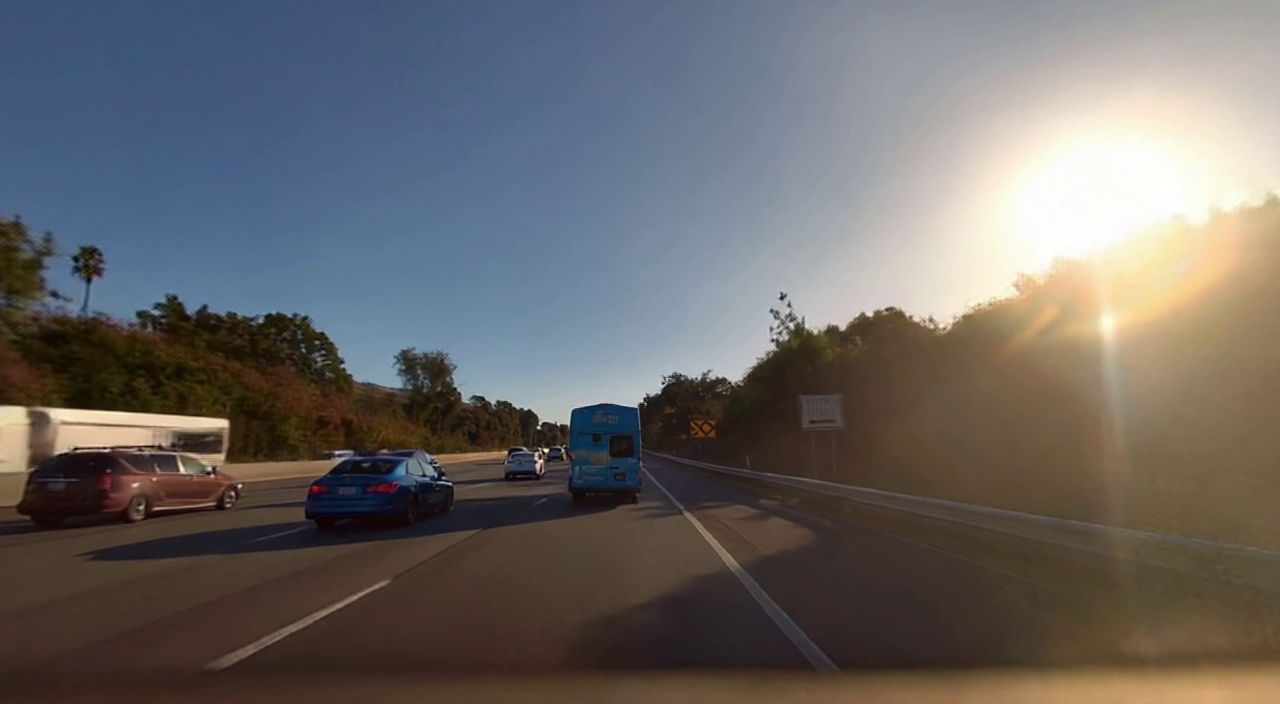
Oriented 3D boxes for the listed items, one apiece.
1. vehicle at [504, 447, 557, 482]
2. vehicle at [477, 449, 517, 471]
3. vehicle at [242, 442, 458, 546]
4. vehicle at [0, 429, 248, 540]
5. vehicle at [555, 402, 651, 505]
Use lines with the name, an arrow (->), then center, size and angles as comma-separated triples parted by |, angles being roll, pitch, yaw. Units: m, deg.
vehicle -> -5.038, 5.195, 29.256 | 1.872, 1.480, 3.545 | 0, -9, -1
vehicle -> -10.095, 7.643, 44.568 | 1.886, 1.462, 4.084 | 0, -9, -1
vehicle -> -4.700, 2.322, 10.972 | 1.876, 1.438, 4.072 | 0, -9, -1
vehicle -> -9.567, 2.306, 11.499 | 2.010, 1.621, 4.252 | 0, -9, 0
vehicle -> -0.957, 2.965, 18.510 | 2.394, 2.556, 5.232 | 0, -9, -1
